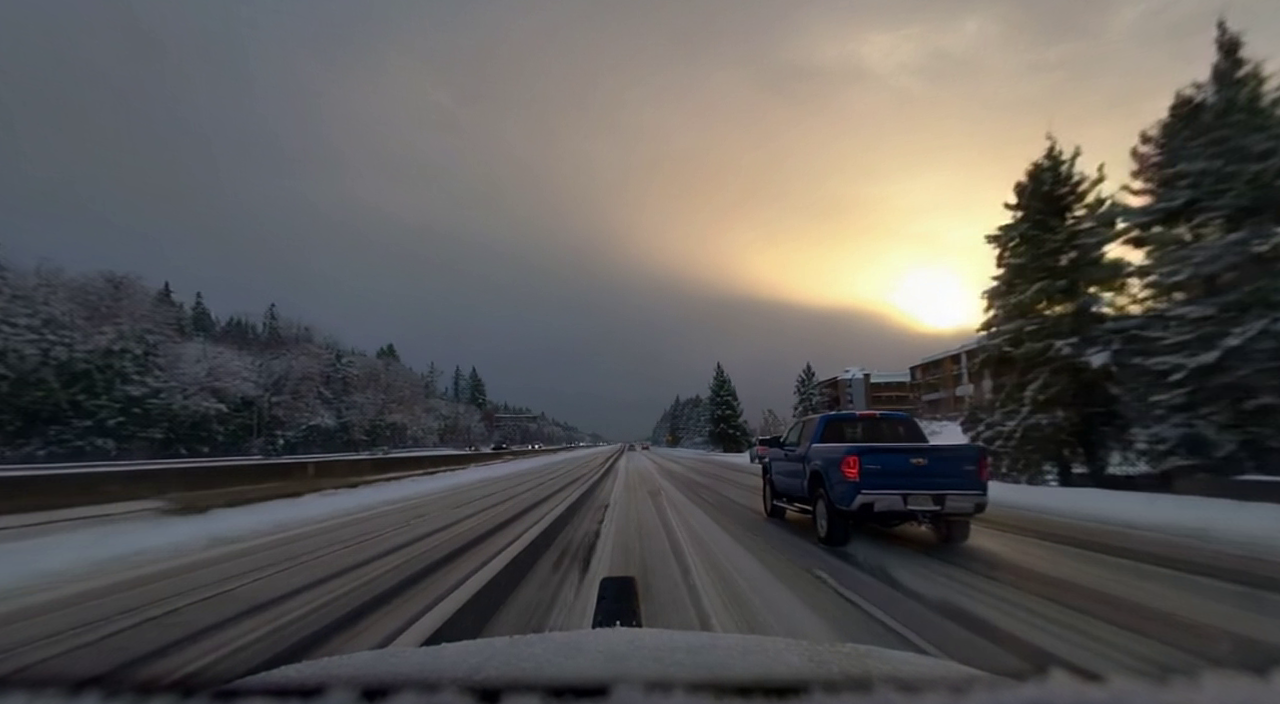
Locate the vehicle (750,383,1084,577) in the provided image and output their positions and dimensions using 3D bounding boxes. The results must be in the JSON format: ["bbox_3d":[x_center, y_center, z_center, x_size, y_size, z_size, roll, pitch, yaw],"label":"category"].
[{"bbox_3d":[3.288,1.669,8.962,2.462,1.984,4.718,0,-9,-2],"label":"vehicle"}]
